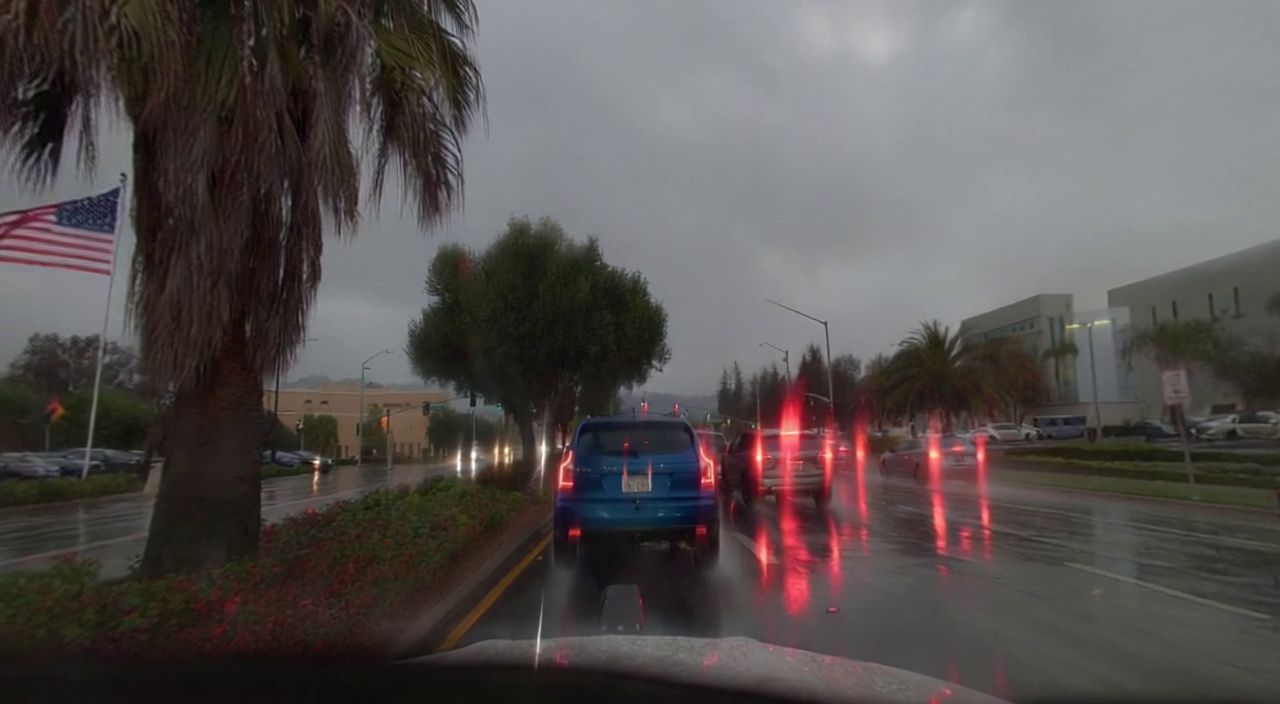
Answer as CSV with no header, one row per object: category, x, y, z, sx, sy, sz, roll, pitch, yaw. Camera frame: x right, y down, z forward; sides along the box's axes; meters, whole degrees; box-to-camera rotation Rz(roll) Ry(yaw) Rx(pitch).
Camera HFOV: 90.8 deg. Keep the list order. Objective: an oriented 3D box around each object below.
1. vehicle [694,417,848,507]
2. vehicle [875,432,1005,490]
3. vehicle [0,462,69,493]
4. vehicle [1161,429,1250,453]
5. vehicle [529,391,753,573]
vehicle,3.249,2.976,17.566,2.773,2.021,6.212,0,-9,-2
vehicle,10.098,3.692,21.751,2.155,1.779,4.582,0,-9,-1
vehicle,-45.835,9.052,45.745,6.410,2.078,2.584,0,-9,0
vehicle,36.417,5.748,40.838,1.839,1.455,4.395,-1,-9,3
vehicle,-0.065,1.732,9.144,2.402,1.938,4.535,0,-9,-2
